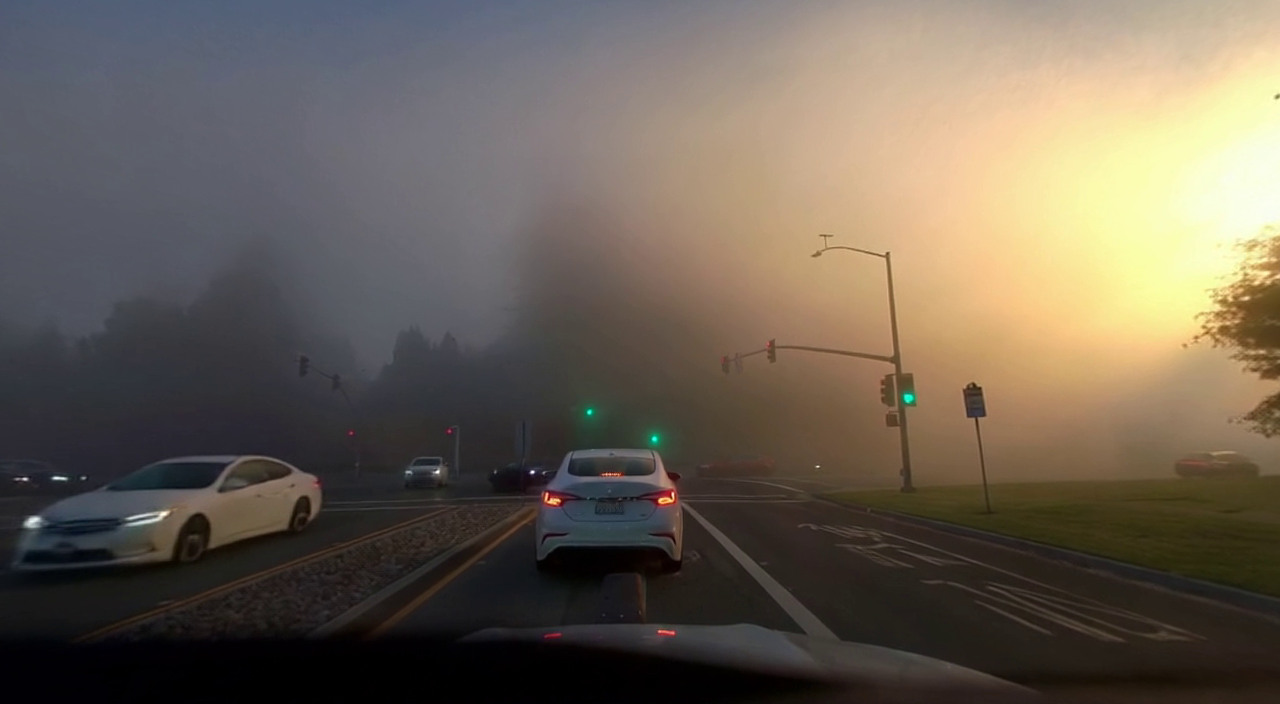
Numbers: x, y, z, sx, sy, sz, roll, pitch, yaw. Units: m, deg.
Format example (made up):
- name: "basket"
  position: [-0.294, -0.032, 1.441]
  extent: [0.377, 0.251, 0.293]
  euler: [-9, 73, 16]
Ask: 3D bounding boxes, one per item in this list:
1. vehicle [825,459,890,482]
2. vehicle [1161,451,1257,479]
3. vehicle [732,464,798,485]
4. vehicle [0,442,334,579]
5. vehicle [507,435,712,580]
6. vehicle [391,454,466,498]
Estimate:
- name: "vehicle"
  position: [16.518, 8.998, 48.085]
  extent: [4.337, 1.637, 1.860]
  euler: [2, -9, -16]
- name: "vehicle"
  position: [32.658, 6.479, 36.266]
  extent: [4.601, 1.485, 1.929]
  euler: [3, -9, -18]
- name: "vehicle"
  position: [9.085, 8.908, 46.070]
  extent: [4.254, 1.359, 1.895]
  euler: [2, -9, -16]
- name: "vehicle"
  position: [-6.437, 2.063, 9.174]
  extent: [2.073, 1.459, 4.495]
  euler: [1, -9, -5]
- name: "vehicle"
  position: [-0.347, 1.926, 8.706]
  extent: [2.112, 1.479, 4.264]
  euler: [0, -9, -1]
- name: "vehicle"
  position: [-8.399, 4.918, 25.551]
  extent: [2.078, 1.534, 4.646]
  euler: [1, -9, -9]
